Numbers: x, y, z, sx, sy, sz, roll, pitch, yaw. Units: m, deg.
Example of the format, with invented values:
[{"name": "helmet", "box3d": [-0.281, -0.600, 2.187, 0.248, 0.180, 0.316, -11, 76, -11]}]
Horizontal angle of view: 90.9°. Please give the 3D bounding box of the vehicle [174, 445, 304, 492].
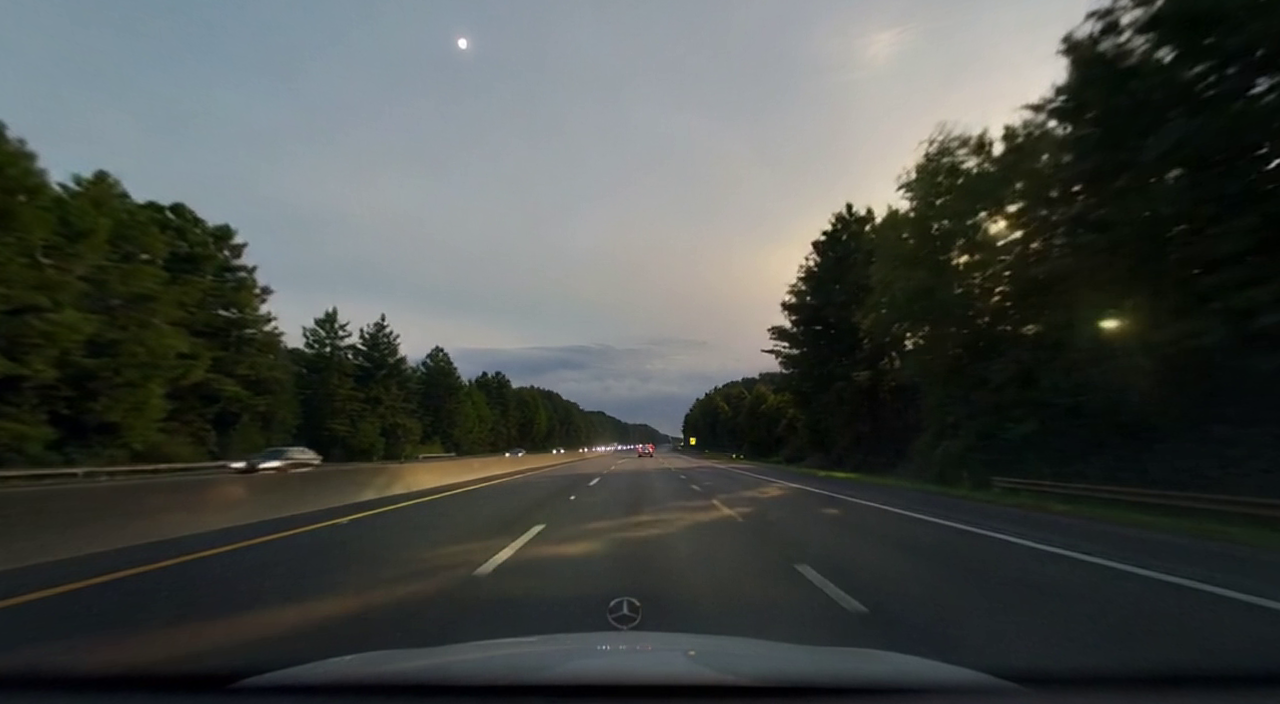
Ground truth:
[{"name": "vehicle", "box3d": [-15.352, 4.455, 24.468, 2.083, 1.635, 4.412, 0, -9, 0]}]
